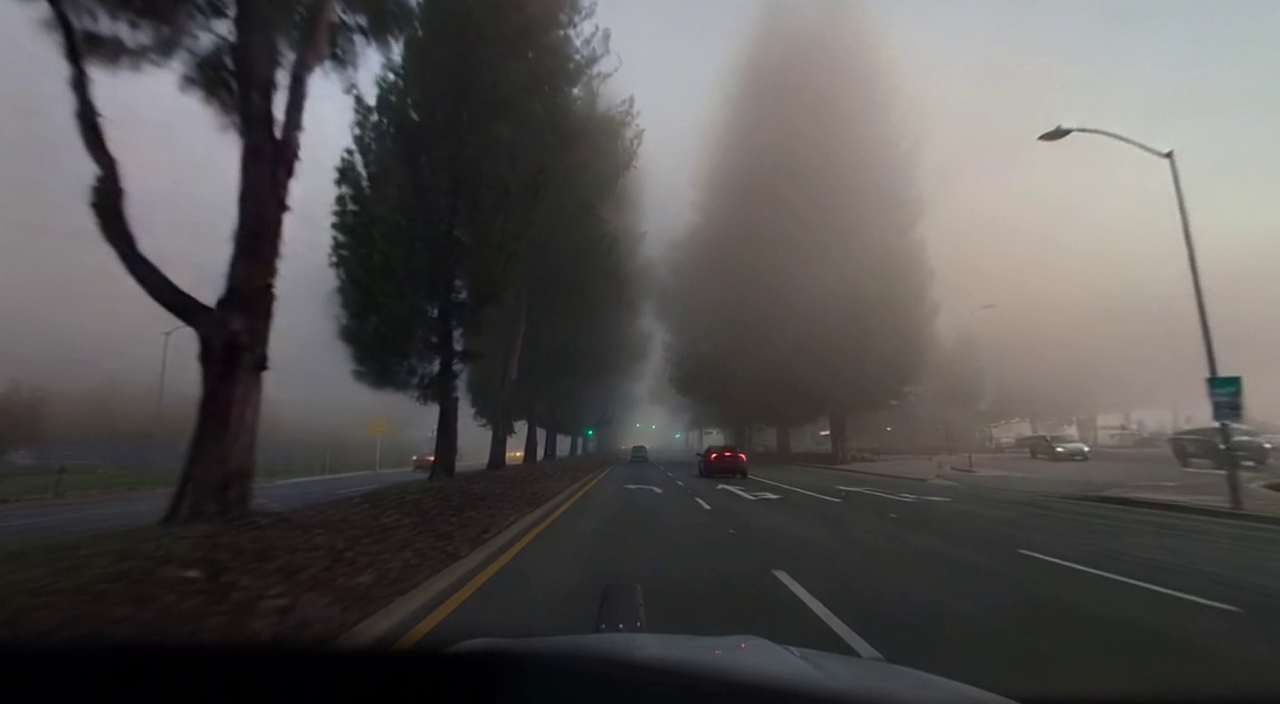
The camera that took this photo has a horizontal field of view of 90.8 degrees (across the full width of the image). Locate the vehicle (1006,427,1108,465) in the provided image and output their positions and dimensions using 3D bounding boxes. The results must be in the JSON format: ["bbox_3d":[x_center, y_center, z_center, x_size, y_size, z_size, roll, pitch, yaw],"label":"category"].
[{"bbox_3d":[23.901,5.451,36.458,4.534,1.730,1.942,-10,-10,26],"label":"vehicle"}]

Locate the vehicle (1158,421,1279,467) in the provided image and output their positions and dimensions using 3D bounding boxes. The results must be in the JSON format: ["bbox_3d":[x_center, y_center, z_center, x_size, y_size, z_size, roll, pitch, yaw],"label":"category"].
[{"bbox_3d":[28.716,4.570,31.343,2.501,2.045,5.267,-2,-9,14],"label":"vehicle"}]

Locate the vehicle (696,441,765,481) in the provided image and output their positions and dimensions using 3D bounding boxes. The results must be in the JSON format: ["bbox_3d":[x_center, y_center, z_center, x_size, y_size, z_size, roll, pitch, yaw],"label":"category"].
[{"bbox_3d":[3.555,4.388,25.689,1.983,1.482,4.463,0,-9,-2],"label":"vehicle"}]
